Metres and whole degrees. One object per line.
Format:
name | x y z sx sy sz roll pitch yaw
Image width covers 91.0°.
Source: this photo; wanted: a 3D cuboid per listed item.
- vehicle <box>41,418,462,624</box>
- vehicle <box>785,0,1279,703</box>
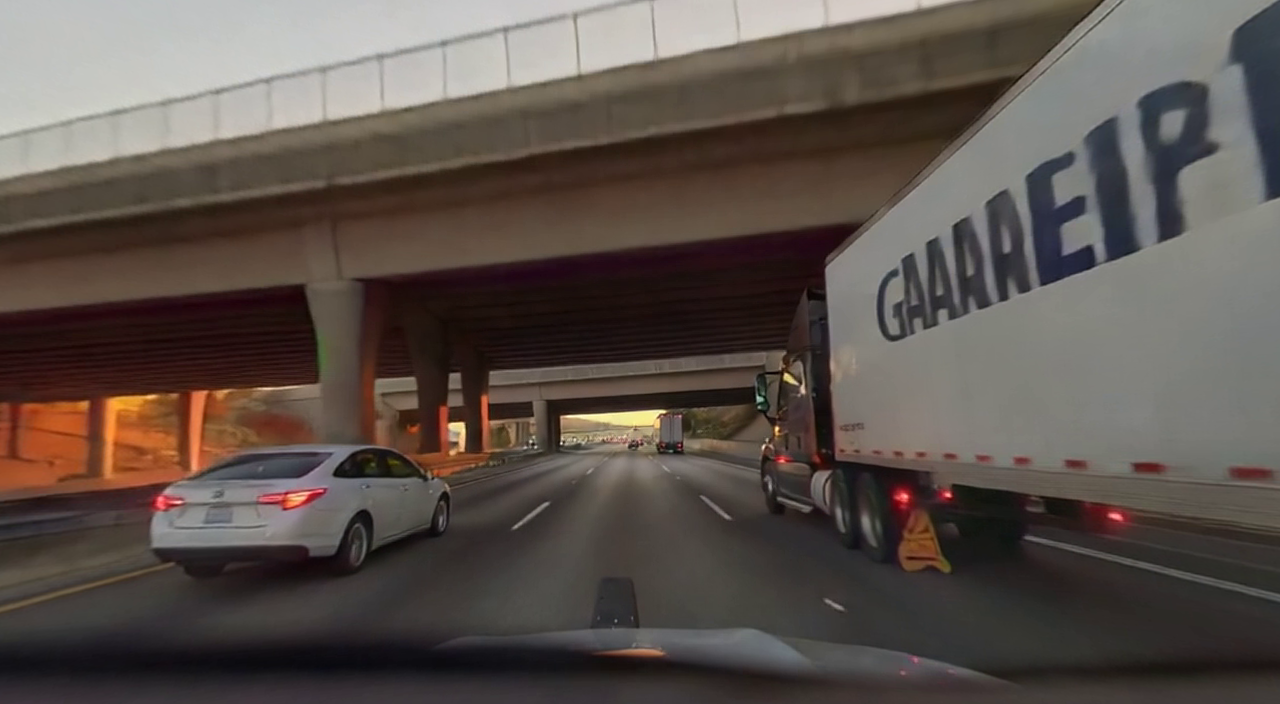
vehicle | -3.517 1.563 6.857 1.990 1.520 4.100 0 -8 -1
vehicle | 4.278 -0.180 3.847 2.976 4.064 14.619 0 -8 -1
